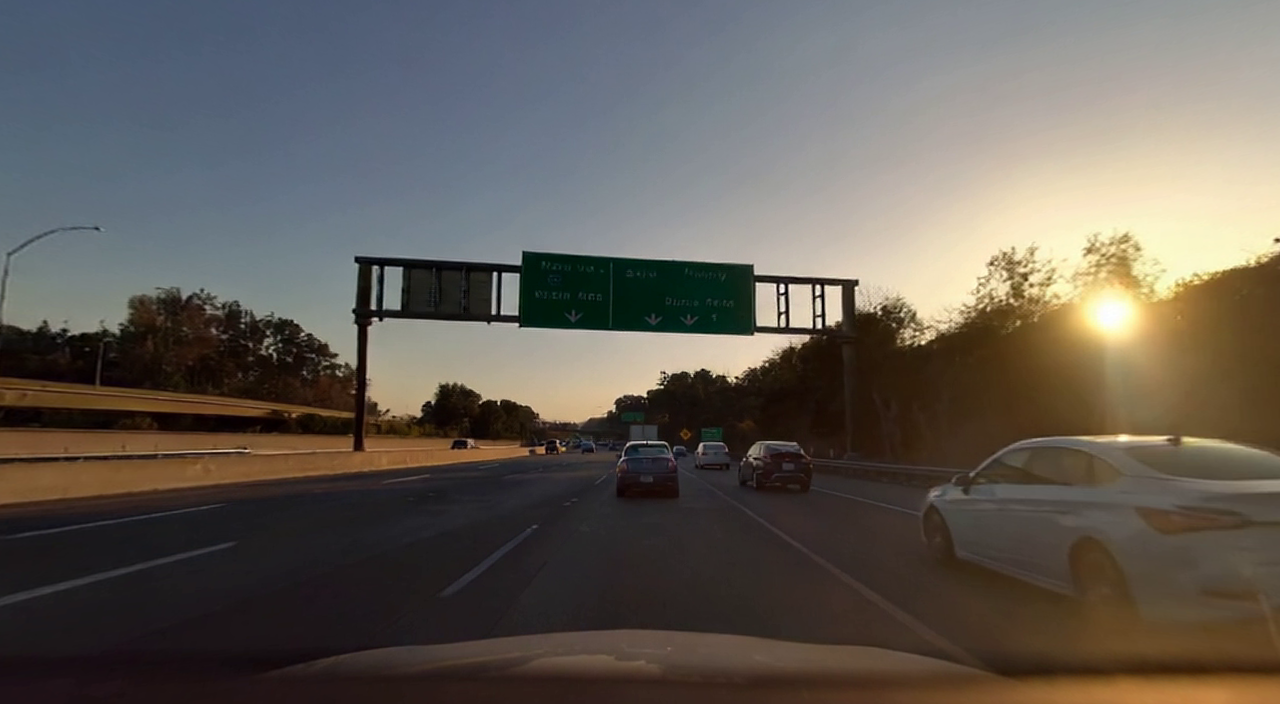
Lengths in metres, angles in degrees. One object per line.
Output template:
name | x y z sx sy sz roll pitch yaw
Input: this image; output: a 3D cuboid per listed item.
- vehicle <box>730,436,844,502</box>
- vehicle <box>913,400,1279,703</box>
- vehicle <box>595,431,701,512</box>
vehicle | 3.731 3.048 16.806 2.044 1.523 3.947 0 -9 -1
vehicle | 3.695 1.159 3.975 1.979 1.504 4.377 0 -9 0
vehicle | 0.166 2.616 14.220 2.044 1.554 3.824 0 -9 0
